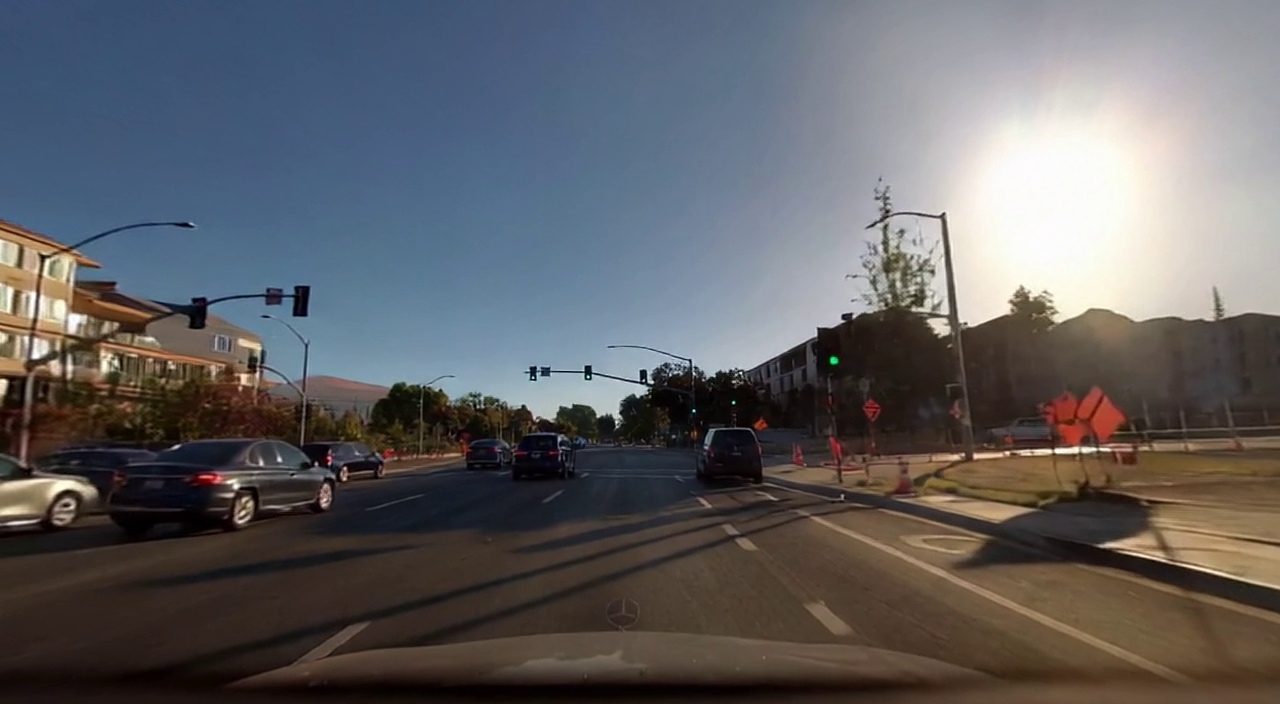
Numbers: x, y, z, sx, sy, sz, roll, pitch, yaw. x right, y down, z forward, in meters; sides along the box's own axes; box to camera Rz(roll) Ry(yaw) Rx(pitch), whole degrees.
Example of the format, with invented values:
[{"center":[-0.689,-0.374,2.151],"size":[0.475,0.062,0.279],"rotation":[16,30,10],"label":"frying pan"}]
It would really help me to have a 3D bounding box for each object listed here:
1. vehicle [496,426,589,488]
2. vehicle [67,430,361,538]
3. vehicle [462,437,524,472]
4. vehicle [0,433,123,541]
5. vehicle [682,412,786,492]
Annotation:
[{"center":[-2.821,3.144,19.200],"size":[2.121,1.654,3.993],"rotation":[0,-8,1],"label":"vehicle"},{"center":[-7.015,2.191,11.224],"size":[1.928,1.488,4.635],"rotation":[0,-8,1],"label":"vehicle"},{"center":[-6.662,4.686,29.076],"size":[1.993,1.492,3.666],"rotation":[0,-8,0],"label":"vehicle"},{"center":[-9.864,1.860,8.605],"size":[1.874,1.492,4.475],"rotation":[0,-8,0],"label":"vehicle"},{"center":[2.336,2.638,16.901],"size":[2.197,1.835,4.316],"rotation":[0,-8,1],"label":"vehicle"}]
